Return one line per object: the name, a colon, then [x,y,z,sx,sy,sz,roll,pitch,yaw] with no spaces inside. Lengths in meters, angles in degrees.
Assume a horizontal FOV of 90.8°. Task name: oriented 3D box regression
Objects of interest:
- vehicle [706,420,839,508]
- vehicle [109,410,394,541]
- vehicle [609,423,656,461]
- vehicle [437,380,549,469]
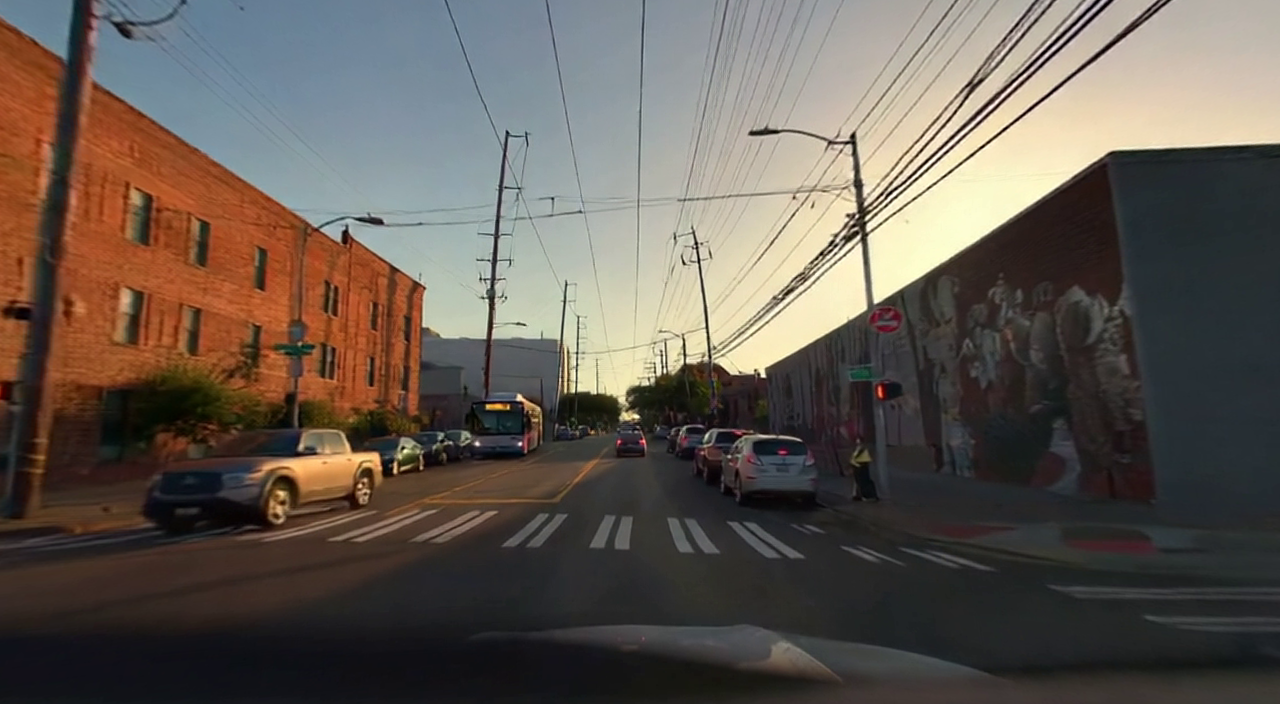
vehicle: [2.937,2.664,15.161,2.171,1.751,4.373,1,-10,-1]
vehicle: [-7.188,2.325,12.741,2.127,2.034,5.559,0,-8,1]
vehicle: [-0.401,4.520,31.886,2.190,1.783,4.048,0,-8,-1]
vehicle: [-6.480,3.646,30.334,3.297,3.342,12.875,1,-8,-5]
